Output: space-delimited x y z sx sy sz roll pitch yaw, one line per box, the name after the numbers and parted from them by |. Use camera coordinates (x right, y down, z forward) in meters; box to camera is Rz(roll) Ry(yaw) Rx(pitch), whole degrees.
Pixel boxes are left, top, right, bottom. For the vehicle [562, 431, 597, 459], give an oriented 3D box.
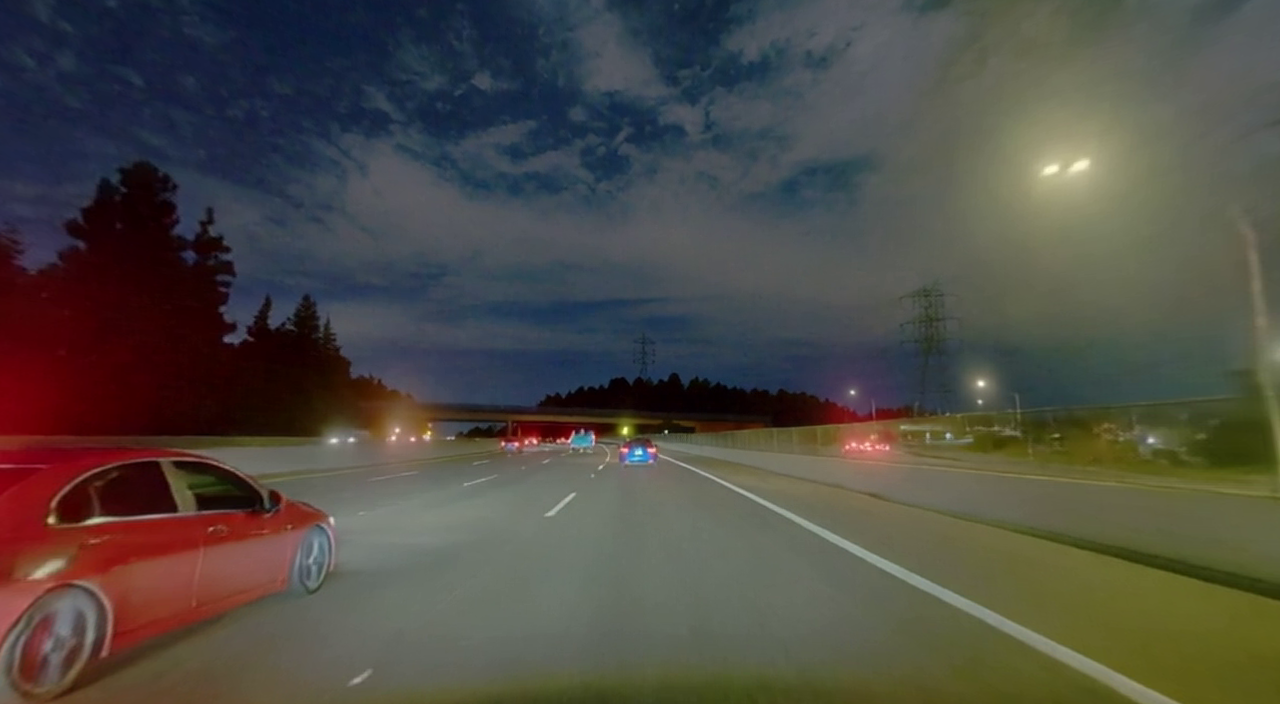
-4.031 6.237 42.135 2.174 1.806 3.932 0 -8 -3 | vehicle

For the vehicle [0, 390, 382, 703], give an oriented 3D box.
-3.623 1.113 3.904 2.035 1.514 4.600 0 -8 1 | vehicle

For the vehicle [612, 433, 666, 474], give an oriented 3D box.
-0.106 3.927 24.548 1.954 1.460 3.983 0 -8 -2 | vehicle
